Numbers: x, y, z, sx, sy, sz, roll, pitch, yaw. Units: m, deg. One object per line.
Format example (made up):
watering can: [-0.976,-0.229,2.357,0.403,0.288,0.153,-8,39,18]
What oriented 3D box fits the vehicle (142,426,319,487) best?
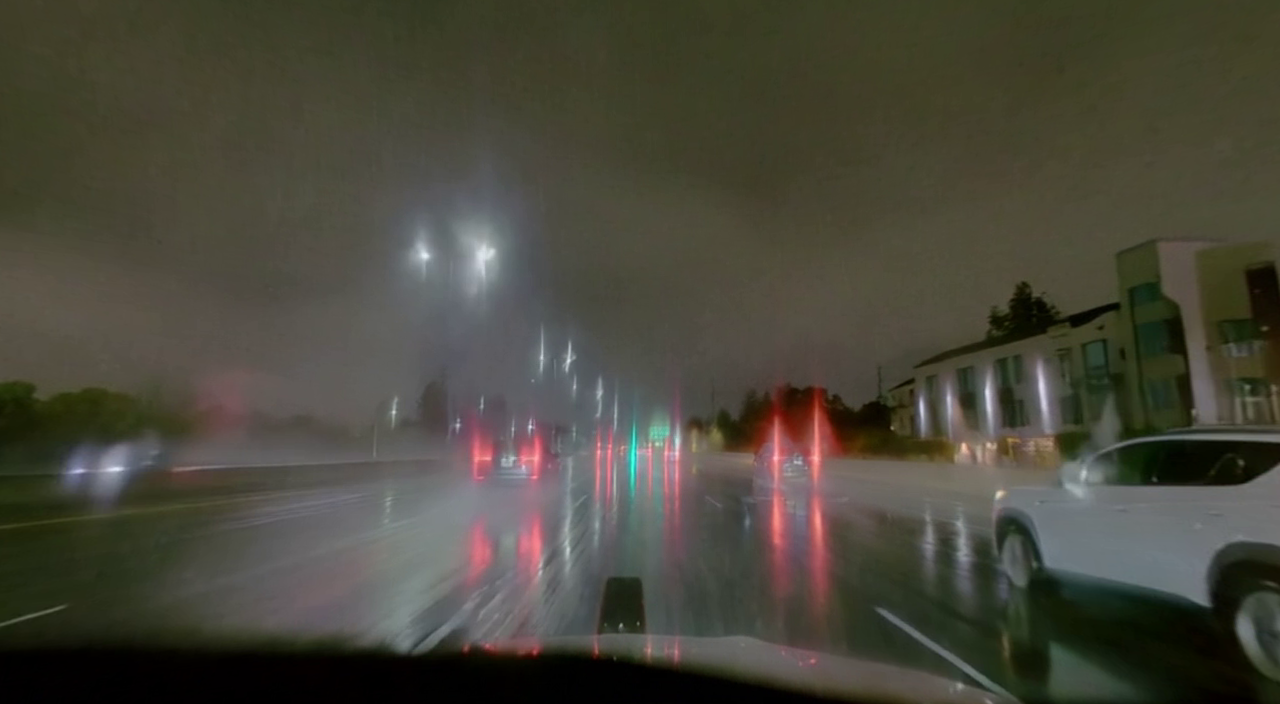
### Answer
vehicle: [-31.104,8.107,49.649,2.891,3.951,16.525,0,-9,0]

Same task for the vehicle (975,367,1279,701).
vehicle: [4.433,1.033,3.844,2.170,1.733,4.631,0,-9,0]

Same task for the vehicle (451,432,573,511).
vehicle: [-3.107,3.025,16.443,2.075,1.721,4.763,0,-9,1]

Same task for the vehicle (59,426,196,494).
vehicle: [-31.076,6.554,38.592,3.060,3.727,5.991,0,-9,1]
